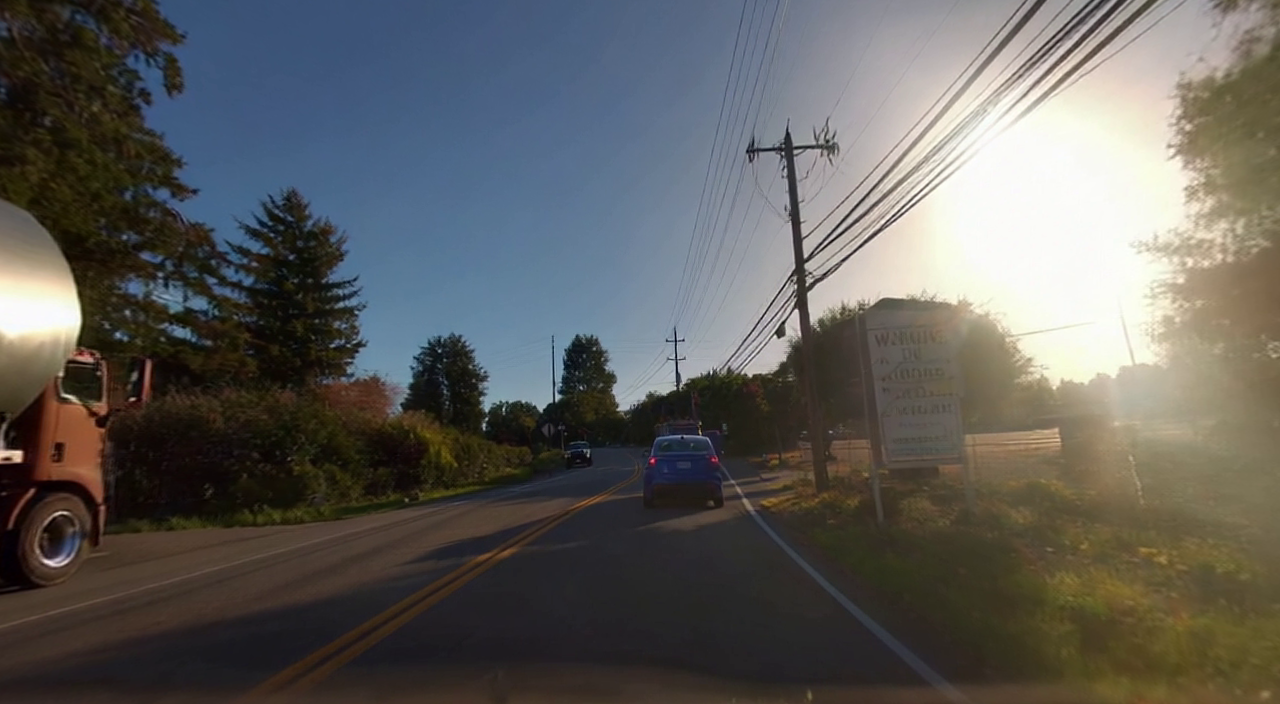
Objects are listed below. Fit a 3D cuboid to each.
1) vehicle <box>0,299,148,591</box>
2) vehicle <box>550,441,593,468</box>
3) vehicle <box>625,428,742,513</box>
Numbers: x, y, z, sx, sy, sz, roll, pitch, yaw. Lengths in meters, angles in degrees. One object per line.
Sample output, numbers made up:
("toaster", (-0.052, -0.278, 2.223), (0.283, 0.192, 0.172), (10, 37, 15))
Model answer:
("vehicle", (-8.652, 0.962, 4.736), (3.395, 3.071, 7.634), (-7, -6, 5))
("vehicle", (-5.342, 7.795, 48.184), (2.668, 1.981, 5.575), (2, -9, -12))
("vehicle", (0.816, 2.400, 13.180), (2.081, 1.503, 3.726), (0, -8, 2))
